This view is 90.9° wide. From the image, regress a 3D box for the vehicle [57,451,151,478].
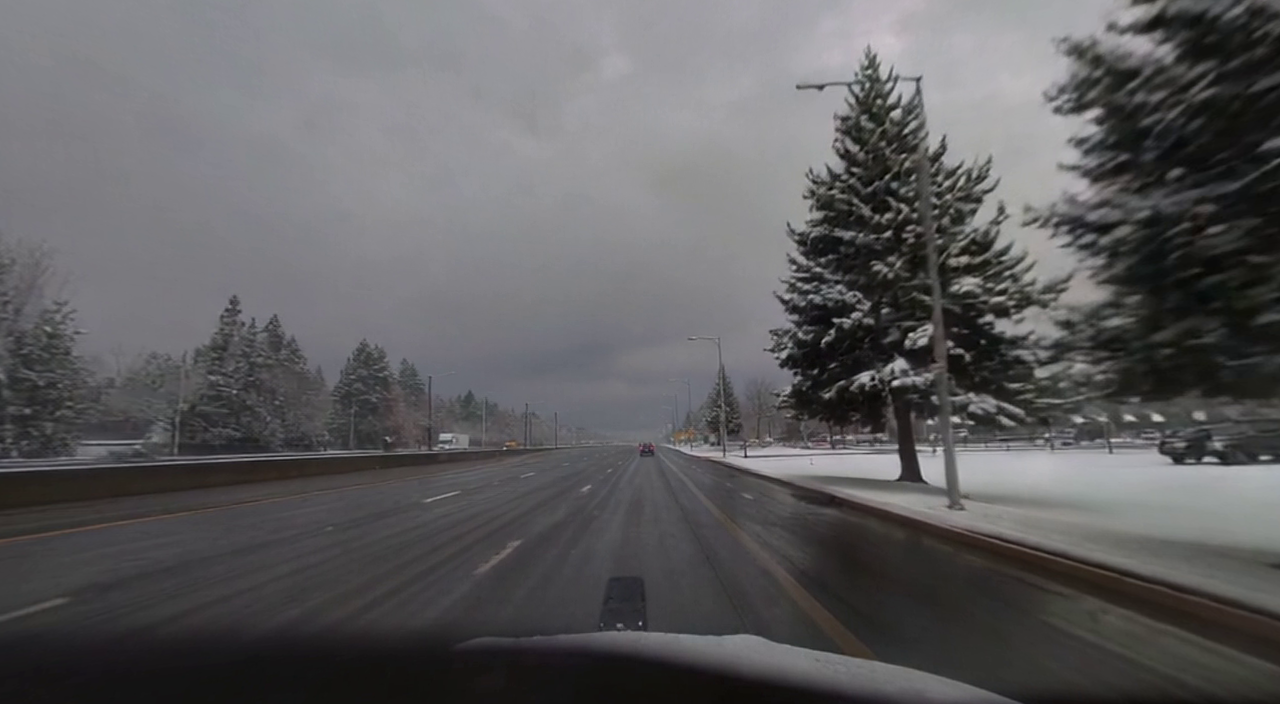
[{"bbox_3d":[-38.148,7.973,45.132,2.022,1.736,5.218,0,-8,2],"label":"vehicle"}]
